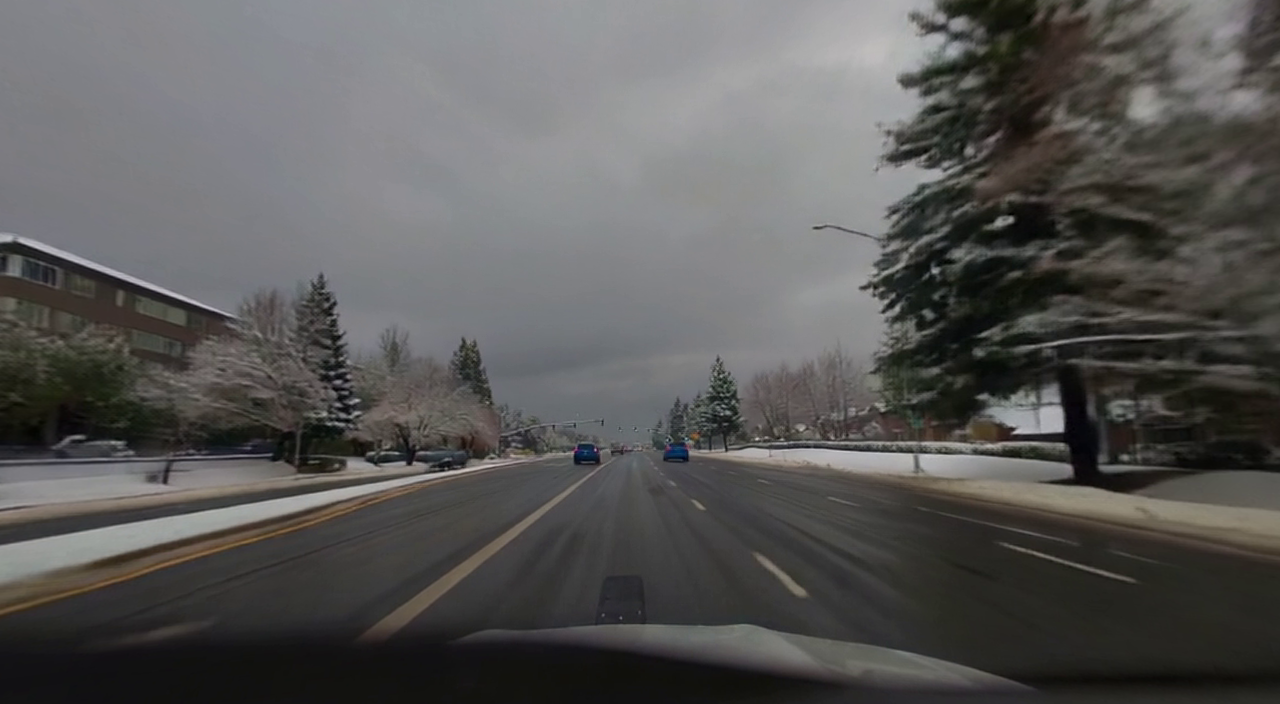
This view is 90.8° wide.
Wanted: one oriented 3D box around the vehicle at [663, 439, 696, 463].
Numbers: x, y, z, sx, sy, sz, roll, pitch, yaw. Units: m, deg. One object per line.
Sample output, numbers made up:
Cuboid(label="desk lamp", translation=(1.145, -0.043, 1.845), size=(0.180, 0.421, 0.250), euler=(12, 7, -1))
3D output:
Cuboid(label="vehicle", translation=(2.872, 7.351, 47.146), size=(2.072, 1.696, 4.177), euler=(0, -8, -2))

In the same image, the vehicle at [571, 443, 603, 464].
Cuboid(label="vehicle", translation=(-4.001, 7.738, 48.316), size=(2.112, 1.471, 4.212), euler=(0, -8, 0))

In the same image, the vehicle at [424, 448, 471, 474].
Cuboid(label="vehicle", translation=(-12.662, 7.144, 41.725), size=(1.853, 1.595, 3.960), euler=(0, -8, 0))
